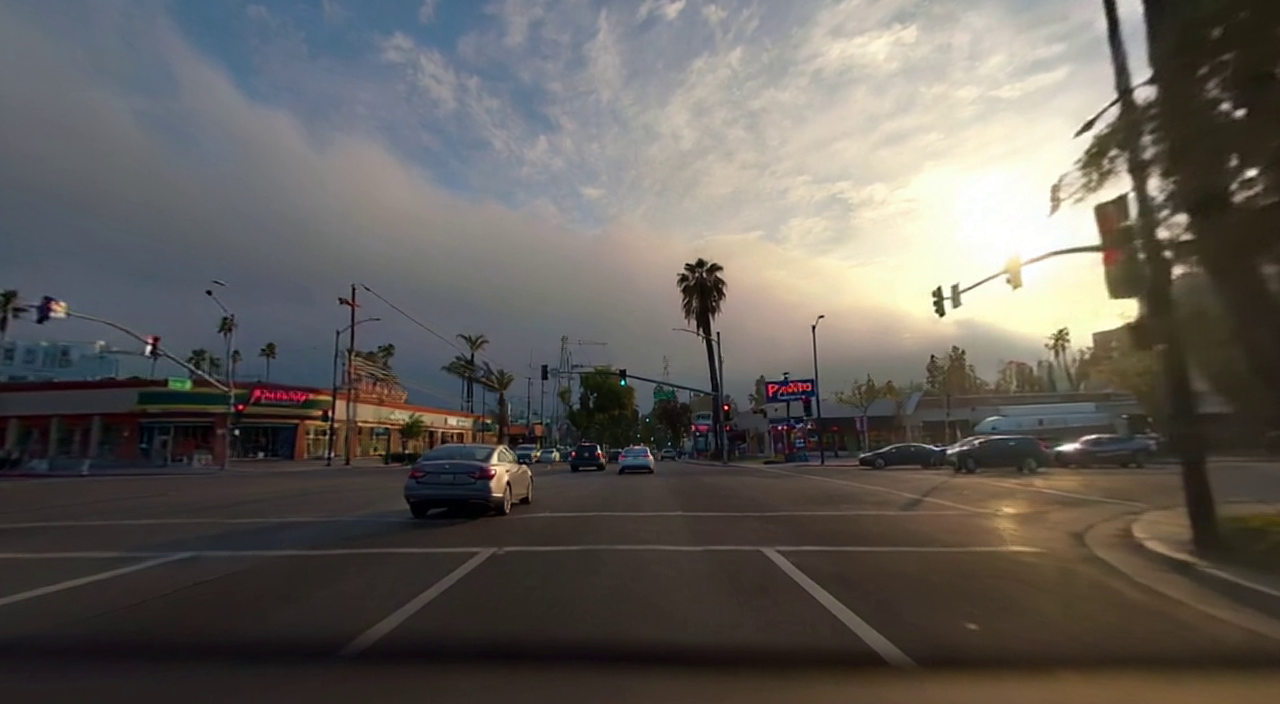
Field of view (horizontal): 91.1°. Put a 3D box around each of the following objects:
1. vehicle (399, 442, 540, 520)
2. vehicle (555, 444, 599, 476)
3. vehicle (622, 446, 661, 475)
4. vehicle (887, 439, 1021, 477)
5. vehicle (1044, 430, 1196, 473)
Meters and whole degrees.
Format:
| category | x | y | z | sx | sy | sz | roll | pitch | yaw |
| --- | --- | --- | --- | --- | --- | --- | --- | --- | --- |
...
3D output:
| category | x | y | z | sx | sy | sz | roll | pitch | yaw |
| --- | --- | --- | --- | --- | --- | --- | --- | --- | --- |
| vehicle | -3.693 | 2.851 | 14.544 | 1.904 | 1.513 | 4.410 | -1 | -8 | 2 |
| vehicle | -3.429 | 5.964 | 34.920 | 1.979 | 1.634 | 3.957 | 0 | -8 | 1 |
| vehicle | 0.103 | 6.132 | 35.733 | 2.094 | 1.496 | 4.070 | 0 | -8 | 0 |
| vehicle | 13.179 | 4.476 | 26.596 | 4.532 | 1.504 | 2.087 | 0 | -8 | 0 |
| vehicle | 20.347 | 4.232 | 26.791 | 4.699 | 1.716 | 2.108 | 0 | -8 | -1 |
